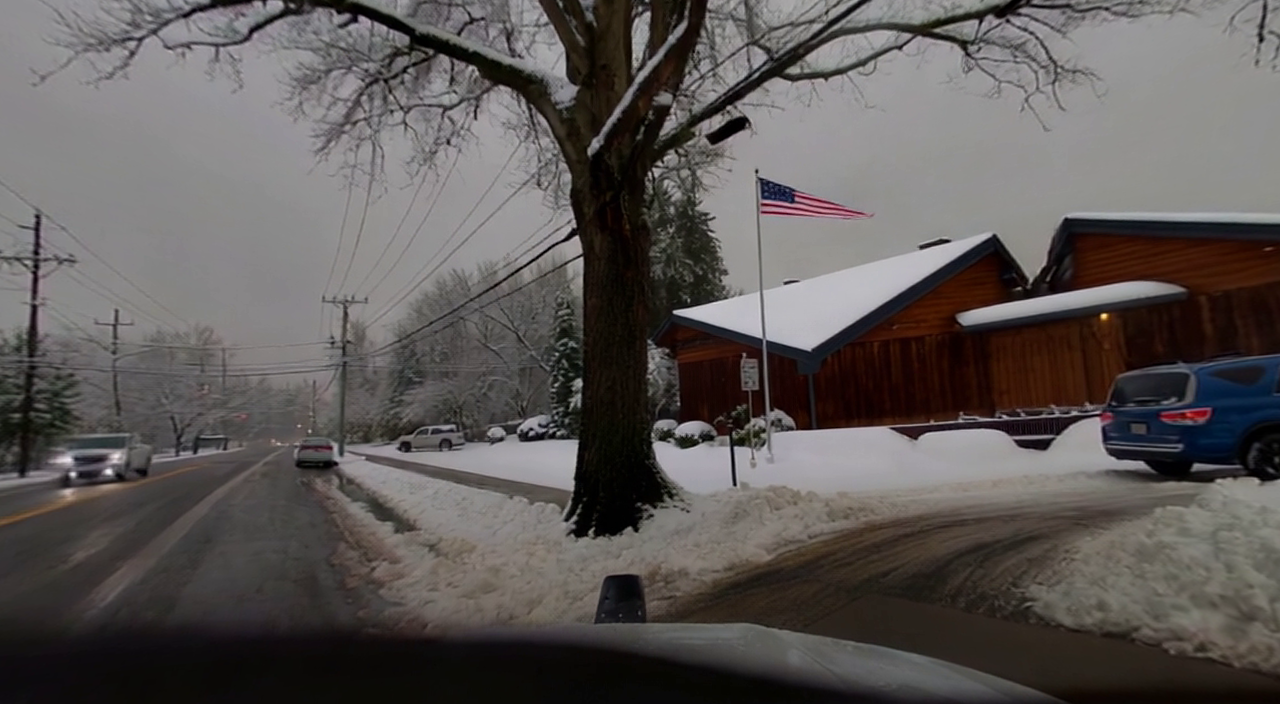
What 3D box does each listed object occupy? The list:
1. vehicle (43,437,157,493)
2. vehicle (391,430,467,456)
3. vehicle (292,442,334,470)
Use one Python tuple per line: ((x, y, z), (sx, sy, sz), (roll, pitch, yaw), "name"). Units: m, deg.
((-19.505, 4.061, 23.085), (2.086, 1.798, 4.511), (4, -10, -27), "vehicle")
((-14.791, 6.376, 44.374), (4.767, 1.735, 1.920), (4, -10, -28), "vehicle")
((-18.668, 5.888, 36.029), (1.941, 1.460, 4.206), (4, -10, -28), "vehicle")
